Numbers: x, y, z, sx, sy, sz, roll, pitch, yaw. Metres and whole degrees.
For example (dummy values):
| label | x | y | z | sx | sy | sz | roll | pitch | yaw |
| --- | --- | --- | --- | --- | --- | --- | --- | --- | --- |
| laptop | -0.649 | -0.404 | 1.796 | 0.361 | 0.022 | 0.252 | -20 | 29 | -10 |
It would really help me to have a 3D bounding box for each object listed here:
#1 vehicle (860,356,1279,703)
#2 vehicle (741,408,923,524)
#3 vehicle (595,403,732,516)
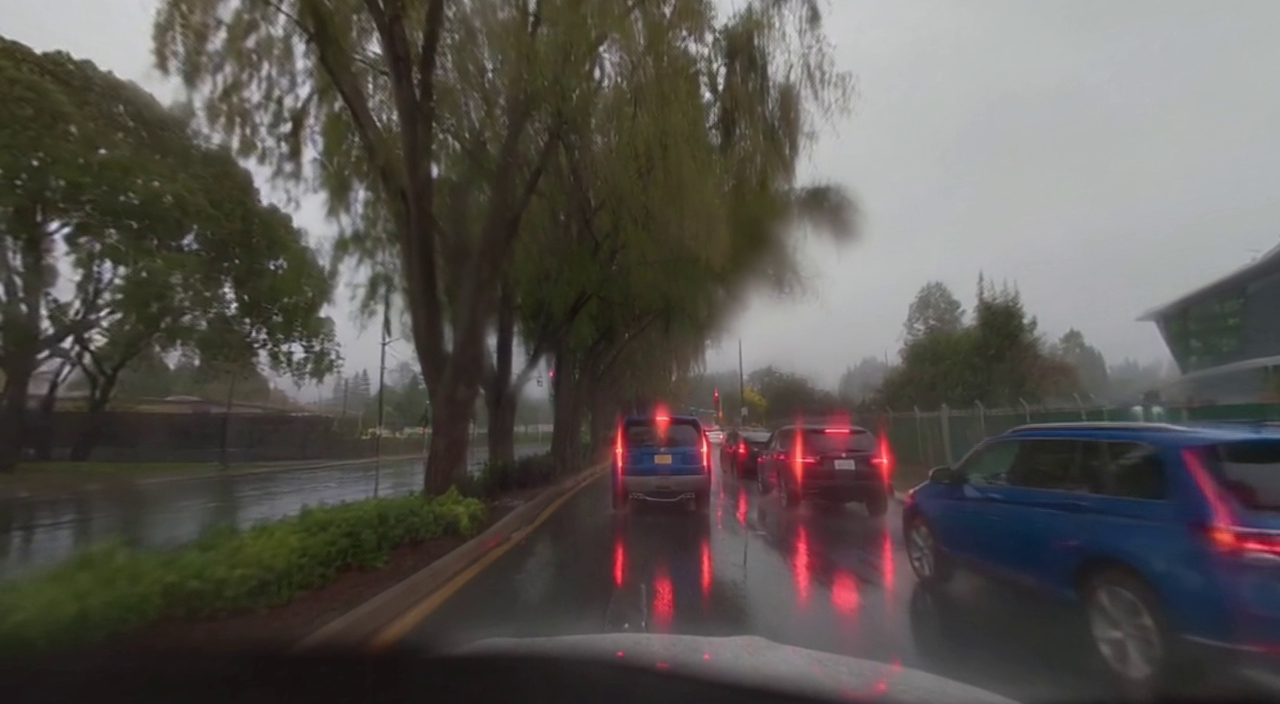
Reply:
| label | x | y | z | sx | sy | sz | roll | pitch | yaw |
| --- | --- | --- | --- | --- | --- | --- | --- | --- | --- |
| vehicle | 3.607 | 1.201 | 4.758 | 2.138 | 1.699 | 4.852 | 0 | -8 | 0 |
| vehicle | 3.702 | 2.332 | 13.439 | 2.238 | 1.958 | 5.250 | 0 | -8 | 0 |
| vehicle | 0.435 | 2.187 | 13.170 | 2.386 | 1.947 | 4.168 | 0 | -8 | 1 |
